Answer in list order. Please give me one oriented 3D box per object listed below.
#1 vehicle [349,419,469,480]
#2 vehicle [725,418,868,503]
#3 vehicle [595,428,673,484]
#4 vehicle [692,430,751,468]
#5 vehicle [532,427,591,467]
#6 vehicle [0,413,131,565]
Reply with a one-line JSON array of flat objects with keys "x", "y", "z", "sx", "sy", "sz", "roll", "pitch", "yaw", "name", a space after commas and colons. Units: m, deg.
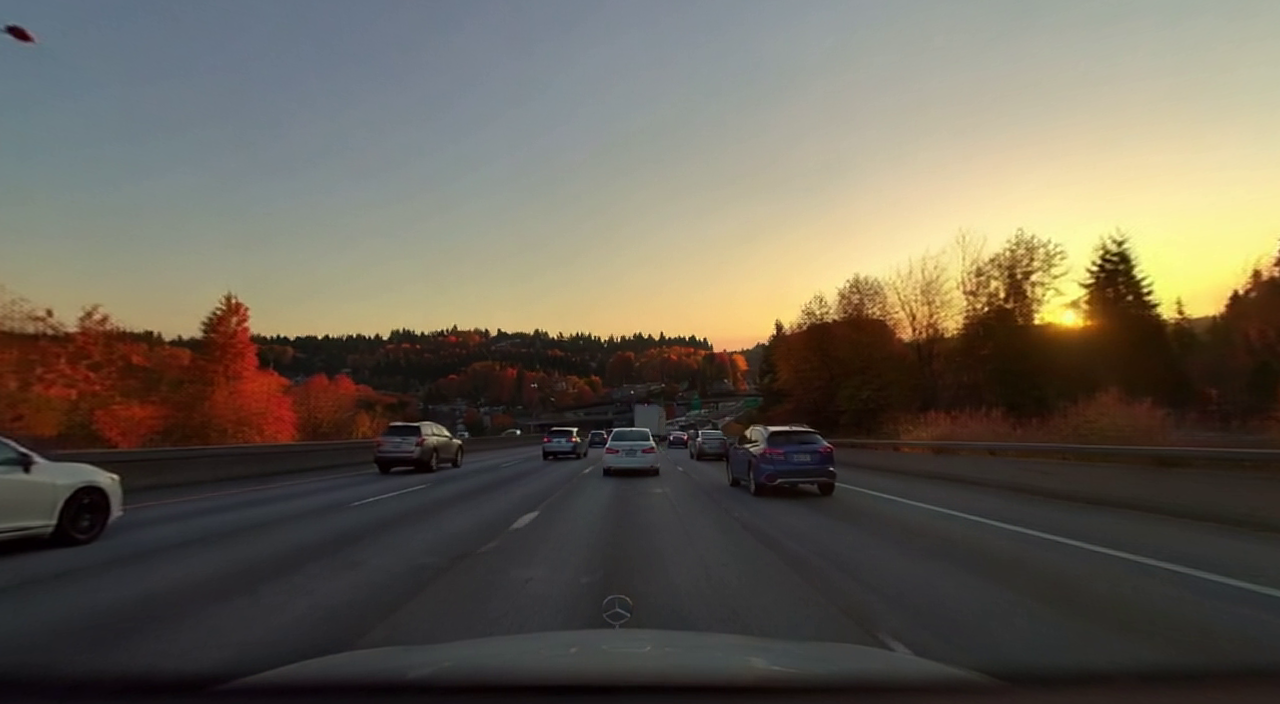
[{"x": -7.441, "y": 3.193, "z": 20.877, "sx": 2.117, "sy": 1.779, "sz": 4.745, "roll": 0, "pitch": -8, "yaw": 1, "name": "vehicle"}, {"x": 3.358, "y": 2.415, "z": 14.488, "sx": 2.095, "sy": 1.650, "sz": 4.331, "roll": 0, "pitch": -8, "yaw": -1, "name": "vehicle"}, {"x": -0.144, "y": 3.116, "z": 19.220, "sx": 2.111, "sy": 1.494, "sz": 4.364, "roll": 0, "pitch": -8, "yaw": 0, "name": "vehicle"}, {"x": 3.505, "y": 4.263, "z": 27.901, "sx": 1.972, "sy": 1.516, "sz": 4.514, "roll": 0, "pitch": -8, "yaw": -1, "name": "vehicle"}, {"x": -3.517, "y": 4.359, "z": 29.078, "sx": 2.064, "sy": 1.672, "sz": 4.277, "roll": 0, "pitch": -8, "yaw": 1, "name": "vehicle"}, {"x": -7.482, "y": 1.338, "z": 5.974, "sx": 1.934, "sy": 1.526, "sz": 3.966, "roll": 0, "pitch": -8, "yaw": 0, "name": "vehicle"}]
